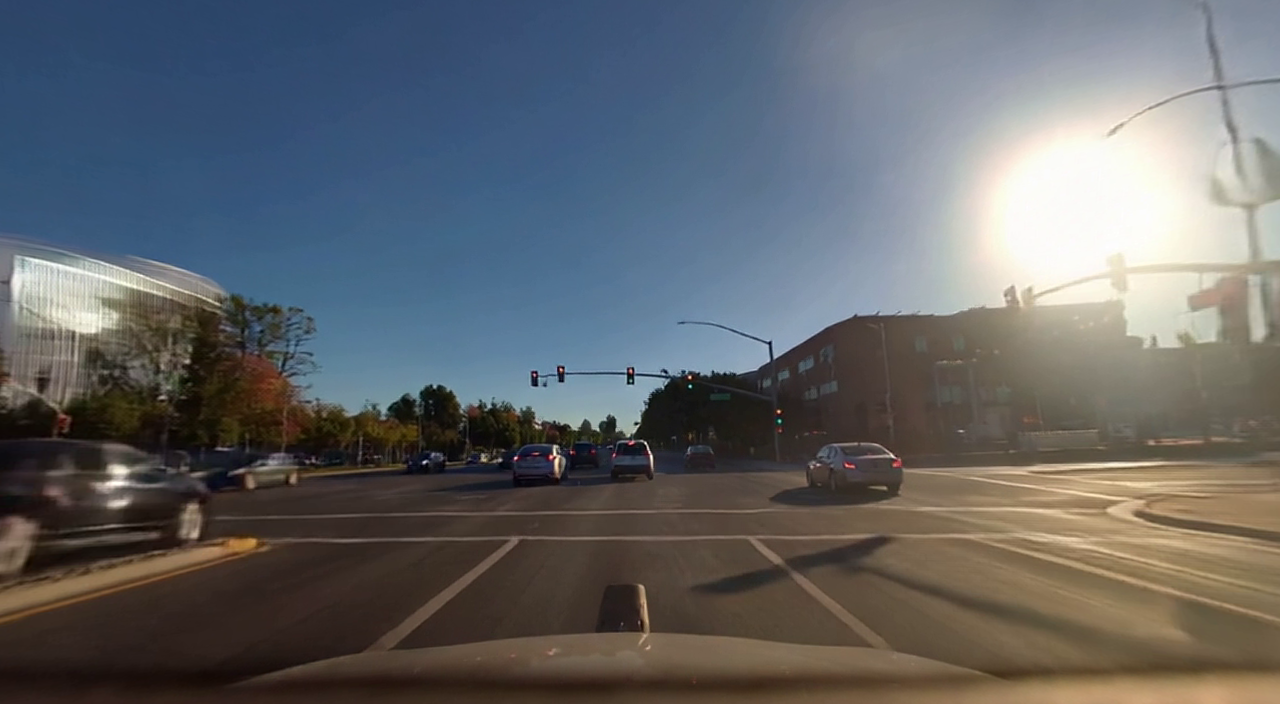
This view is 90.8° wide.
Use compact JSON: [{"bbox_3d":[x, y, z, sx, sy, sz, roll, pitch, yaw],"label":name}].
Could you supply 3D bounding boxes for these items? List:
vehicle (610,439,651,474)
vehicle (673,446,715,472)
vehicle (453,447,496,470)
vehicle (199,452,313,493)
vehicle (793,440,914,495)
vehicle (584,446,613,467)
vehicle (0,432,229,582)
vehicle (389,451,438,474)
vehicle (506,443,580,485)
[{"bbox_3d":[-0.439,5.473,33.270,2.008,1.716,4.125,0,-8,0],"label":"vehicle"},{"bbox_3d":[3.148,6.283,37.506,2.014,1.430,4.103,1,-8,-2],"label":"vehicle"},{"bbox_3d":[-12.205,7.870,46.831,1.975,1.450,4.561,-4,-8,-1],"label":"vehicle"},{"bbox_3d":[-15.874,4.969,26.472,1.924,1.486,4.511,0,-8,0],"label":"vehicle"},{"bbox_3d":[6.327,3.463,19.403,2.028,1.451,4.625,0,-8,-1],"label":"vehicle"},{"bbox_3d":[-3.173,8.054,48.966,2.002,1.502,4.057,0,-8,-1],"label":"vehicle"},{"bbox_3d":[-7.409,1.714,7.450,2.013,1.488,4.596,0,-8,0],"label":"vehicle"},{"bbox_3d":[-15.783,7.703,44.250,1.893,1.429,4.188,0,-8,0],"label":"vehicle"},{"bbox_3d":[-3.753,4.414,25.275,2.163,1.474,4.413,0,-8,1],"label":"vehicle"}]
